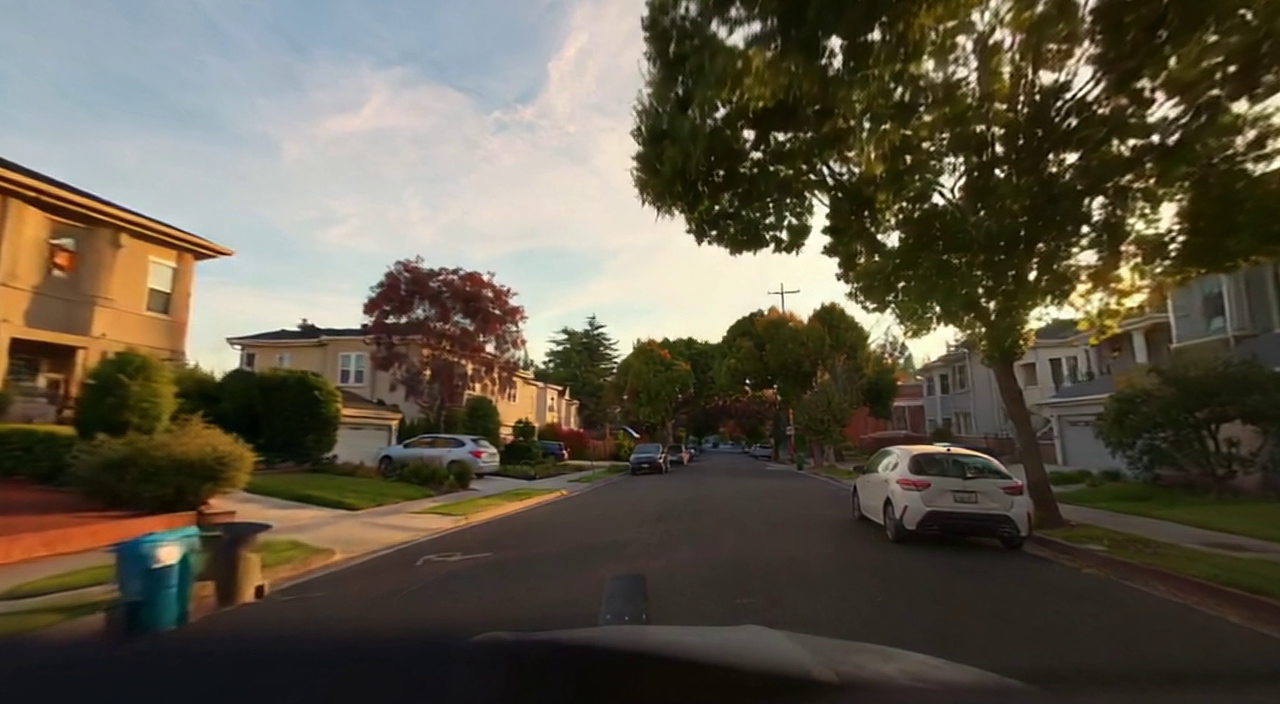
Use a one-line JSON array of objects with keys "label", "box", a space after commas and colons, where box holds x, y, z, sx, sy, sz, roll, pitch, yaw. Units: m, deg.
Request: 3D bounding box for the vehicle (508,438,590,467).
[{"label": "vehicle", "box": [-5.353, 5.942, 37.523, 4.414, 1.658, 1.988, -1, -8, 8]}]

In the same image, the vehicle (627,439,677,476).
[{"label": "vehicle", "box": [0.649, 5.162, 30.984, 1.974, 1.664, 4.539, -1, -9, 7]}]

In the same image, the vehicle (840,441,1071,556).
[{"label": "vehicle", "box": [4.673, 2.157, 10.223, 1.996, 1.409, 4.446, -1, -8, 8]}]

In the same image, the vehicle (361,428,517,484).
[{"label": "vehicle", "box": [-6.621, 3.424, 20.971, 4.480, 1.740, 1.988, -2, -8, 13]}]
